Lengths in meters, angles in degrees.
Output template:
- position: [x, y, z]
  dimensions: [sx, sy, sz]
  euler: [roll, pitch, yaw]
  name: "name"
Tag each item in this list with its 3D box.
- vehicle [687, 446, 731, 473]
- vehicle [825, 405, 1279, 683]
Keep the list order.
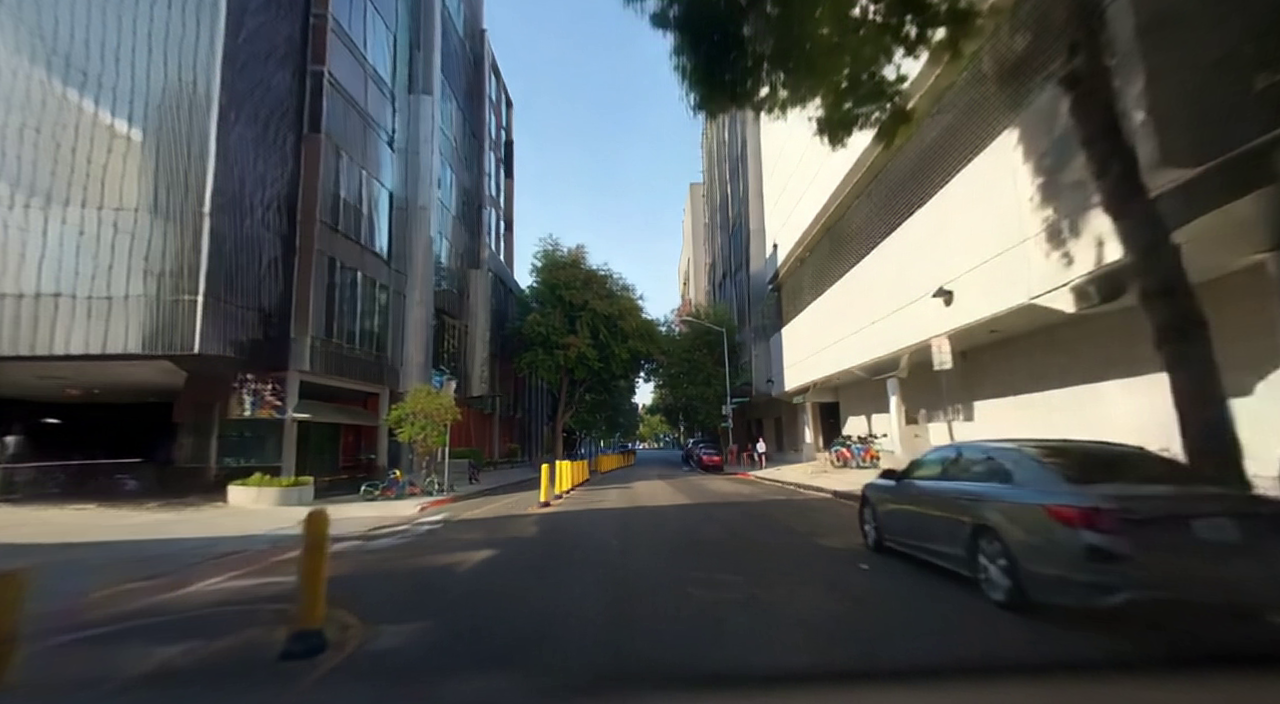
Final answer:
- position: [3.890, 6.133, 36.337]
  dimensions: [2.020, 1.448, 4.220]
  euler: [-1, -8, -1]
  name: "vehicle"
- position: [3.427, 1.377, 5.874]
  dimensions: [1.963, 1.445, 4.948]
  euler: [-1, -8, 1]
  name: "vehicle"
